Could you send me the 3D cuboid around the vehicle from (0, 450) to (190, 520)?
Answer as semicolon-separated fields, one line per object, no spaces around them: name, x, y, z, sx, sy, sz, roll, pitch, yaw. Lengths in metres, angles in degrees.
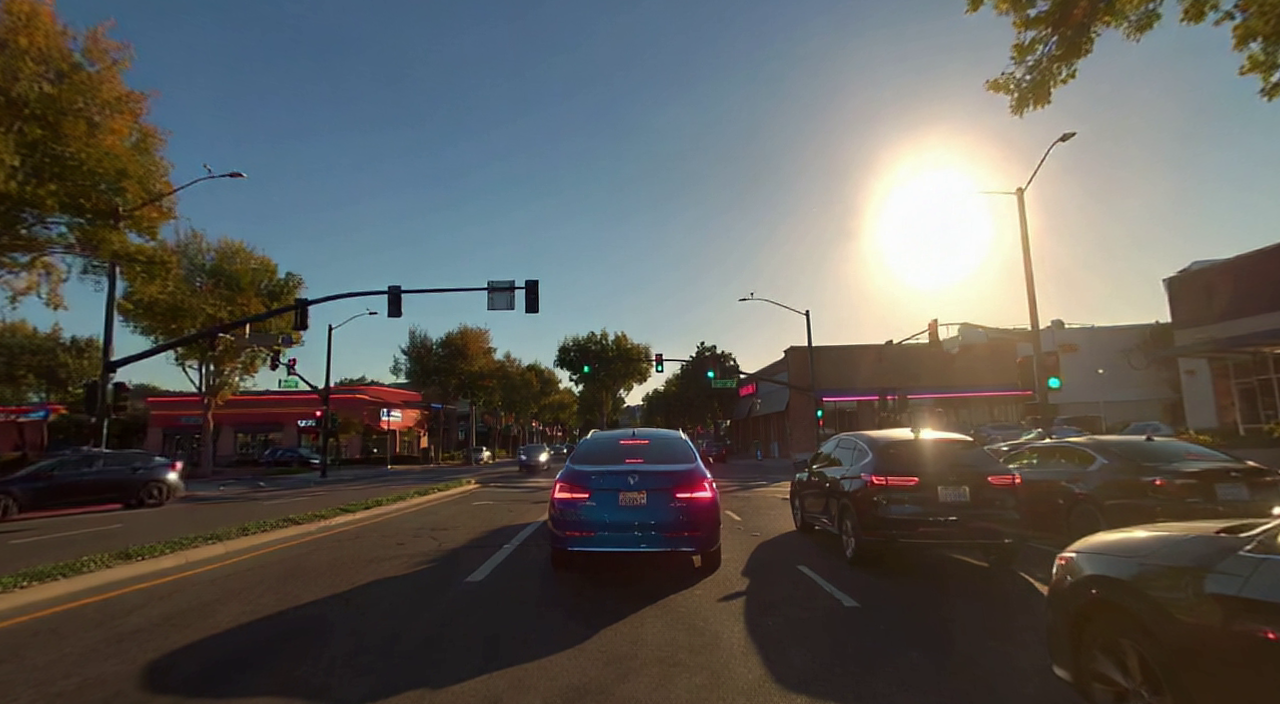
vehicle;-15.390;3.529;17.385;2.269;1.604;4.265;-3;-9;17

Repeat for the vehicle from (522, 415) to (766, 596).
vehicle;0.012;1.639;7.533;2.154;1.577;3.723;0;-9;-1

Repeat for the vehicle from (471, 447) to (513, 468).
vehicle;-11.260;8.002;48.244;2.099;1.478;4.411;0;-9;0

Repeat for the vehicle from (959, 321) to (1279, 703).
vehicle;2.979;0.689;1.575;2.075;1.661;4.401;0;-9;1

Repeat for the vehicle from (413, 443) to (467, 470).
vehicle;-15.083;7.895;48.046;2.395;1.903;4.860;-1;-9;1

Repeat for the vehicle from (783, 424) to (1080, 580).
vehicle;3.324;1.782;8.308;1.865;1.496;4.170;0;-9;0

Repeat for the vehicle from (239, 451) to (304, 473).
vehicle;-28.597;8.528;49.176;4.205;1.541;1.780;4;-10;-28
